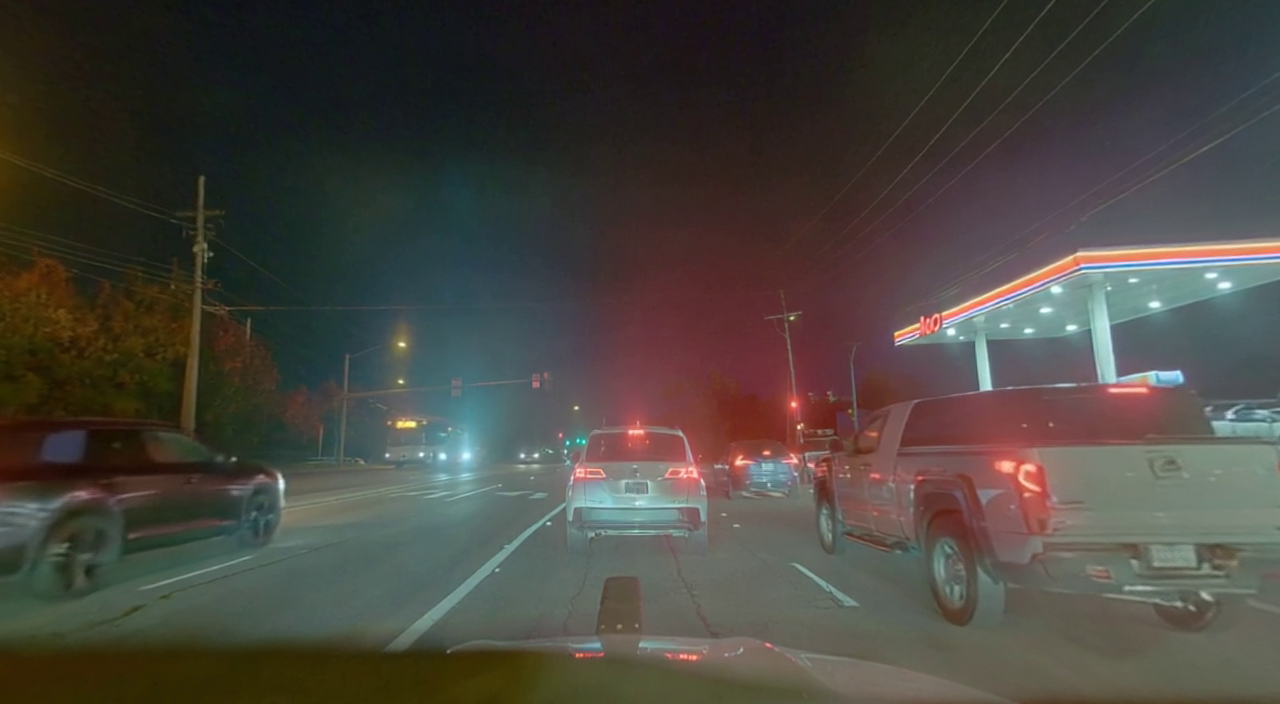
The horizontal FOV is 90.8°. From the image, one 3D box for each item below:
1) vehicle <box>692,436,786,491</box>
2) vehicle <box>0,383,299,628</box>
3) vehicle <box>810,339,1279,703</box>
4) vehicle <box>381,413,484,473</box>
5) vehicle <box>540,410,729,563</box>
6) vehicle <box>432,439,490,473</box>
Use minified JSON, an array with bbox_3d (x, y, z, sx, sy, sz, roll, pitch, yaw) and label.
[{"bbox_3d":[2.879,3.361,19.397,2.040,1.481,4.407,0,-9,-2],"label":"vehicle"},{"bbox_3d":[-5.874,1.387,6.327,2.190,1.795,4.993,0,-9,-1],"label":"vehicle"},{"bbox_3d":[3.072,1.144,5.262,2.049,1.813,4.245,0,-9,-1],"label":"vehicle"},{"bbox_3d":[-13.871,6.356,43.802,3.031,3.513,12.586,0,-9,-1],"label":"vehicle"},{"bbox_3d":[-0.108,1.799,9.106,2.087,1.677,4.053,0,-9,-1],"label":"vehicle"},{"bbox_3d":[-10.495,6.111,37.430,2.163,1.812,4.686,-2,-8,-1],"label":"vehicle"}]
